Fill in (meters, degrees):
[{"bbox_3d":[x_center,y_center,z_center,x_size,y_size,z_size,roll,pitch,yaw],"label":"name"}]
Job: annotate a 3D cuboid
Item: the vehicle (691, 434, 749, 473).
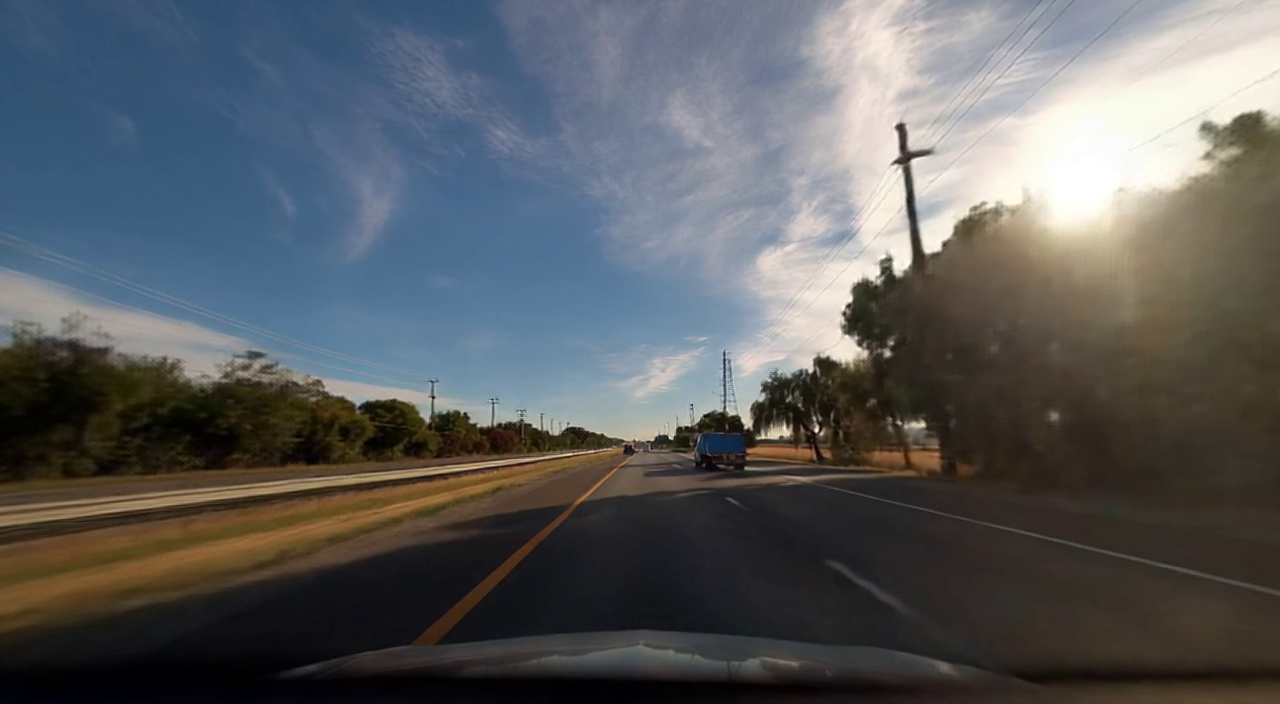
[{"bbox_3d":[4.077,5.275,32.930,2.228,1.852,5.449,0,-8,-1],"label":"vehicle"}]
